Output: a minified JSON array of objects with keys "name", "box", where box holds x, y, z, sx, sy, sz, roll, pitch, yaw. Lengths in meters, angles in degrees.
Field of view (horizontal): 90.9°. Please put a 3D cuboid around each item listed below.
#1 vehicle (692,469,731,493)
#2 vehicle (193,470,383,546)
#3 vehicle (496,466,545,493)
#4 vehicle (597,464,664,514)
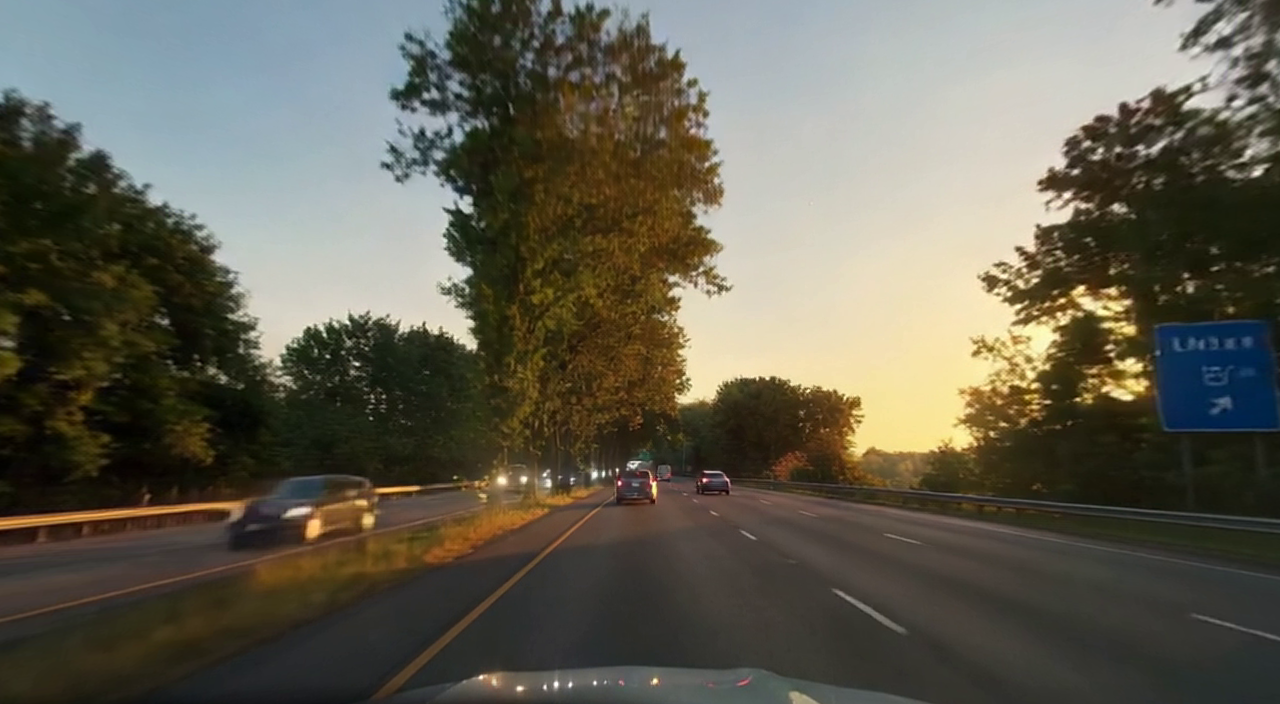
[{"name":"vehicle","box":[4.555,8.302,40.729,1.974,1.476,4.119,1,-10,-1]},{"name":"vehicle","box":[-7.778,3.463,14.508,1.926,1.442,4.175,1,-10,0]},{"name":"vehicle","box":[-7.594,8.143,40.455,2.156,1.596,4.559,0,-10,1]},{"name":"vehicle","box":[-0.309,4.534,21.117,2.060,1.473,3.726,1,-10,-1]}]
